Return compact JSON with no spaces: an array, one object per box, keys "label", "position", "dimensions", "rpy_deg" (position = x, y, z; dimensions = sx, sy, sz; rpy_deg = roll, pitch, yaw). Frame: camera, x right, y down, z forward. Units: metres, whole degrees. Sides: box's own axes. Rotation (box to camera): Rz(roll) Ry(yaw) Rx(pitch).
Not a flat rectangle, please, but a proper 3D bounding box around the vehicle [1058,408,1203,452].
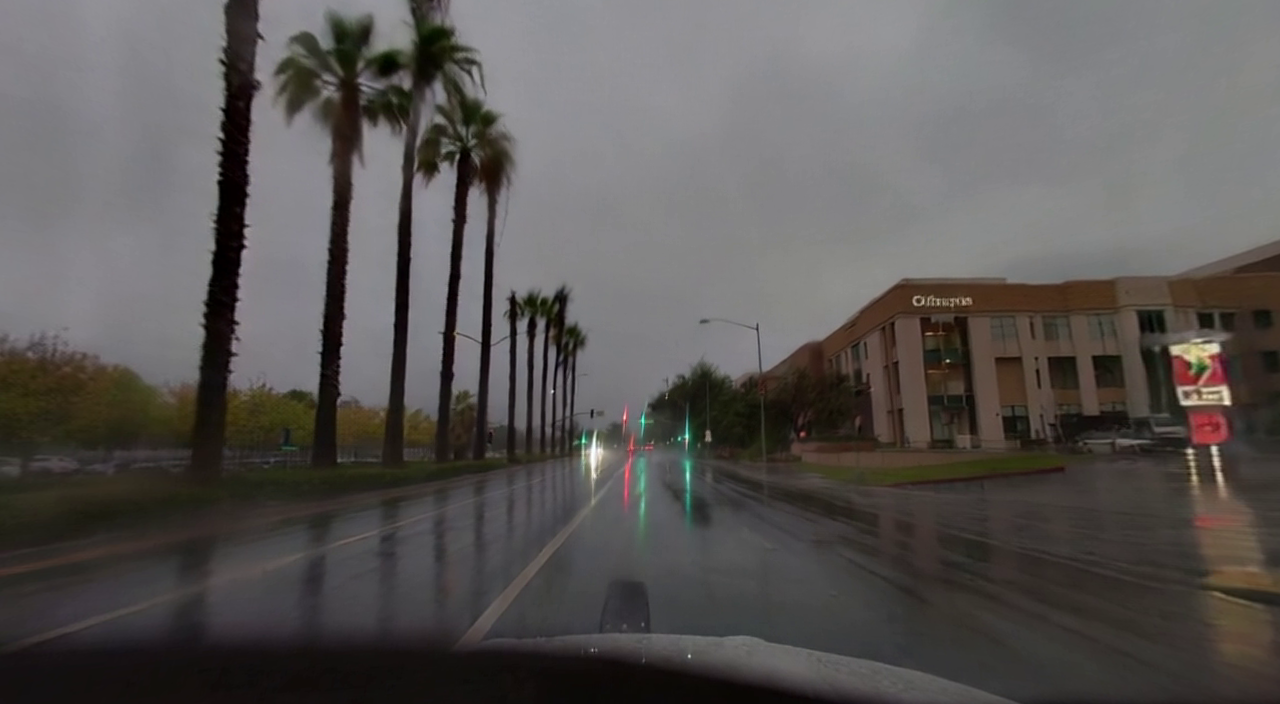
[{"label":"vehicle","position":[22.431,3.675,29.167],"dimensions":[2.222,1.818,5.099],"rpy_deg":[1,-9,-7]}]
